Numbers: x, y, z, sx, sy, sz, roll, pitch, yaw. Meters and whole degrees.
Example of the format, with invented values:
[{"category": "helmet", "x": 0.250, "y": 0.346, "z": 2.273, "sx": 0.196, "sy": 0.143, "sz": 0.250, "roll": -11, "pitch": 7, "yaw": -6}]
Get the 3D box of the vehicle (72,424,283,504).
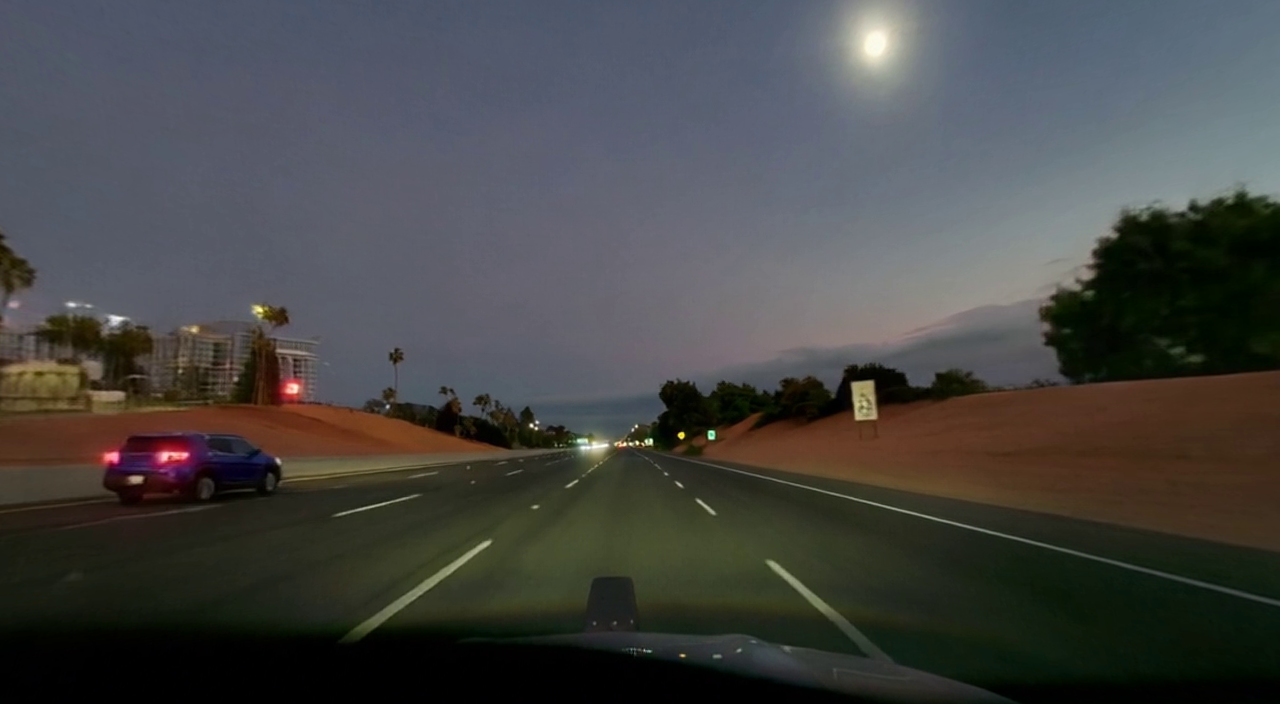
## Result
[{"category": "vehicle", "x": -11.571, "y": 2.819, "z": 16.335, "sx": 2.016, "sy": 1.754, "sz": 4.543, "roll": 0, "pitch": -8, "yaw": 0}]
